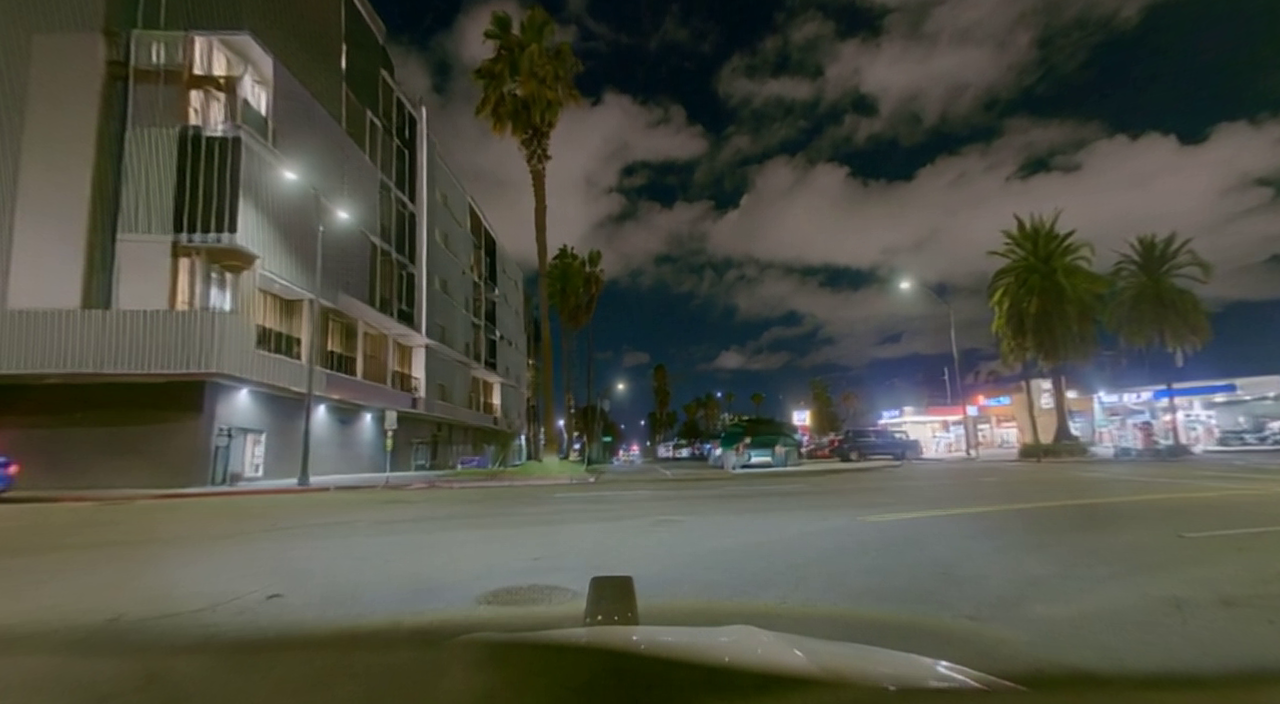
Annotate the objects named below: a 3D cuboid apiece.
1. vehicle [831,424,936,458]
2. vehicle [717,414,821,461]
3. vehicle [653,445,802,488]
[{"bbox_3d":[17.760,6.484,46.148,7.026,2.329,2.545,3,-7,-17],"label":"vehicle"},{"bbox_3d":[7.533,5.021,36.901,5.524,2.504,2.196,4,-8,-14],"label":"vehicle"},{"bbox_3d":[3.015,3.908,21.840,4.782,1.371,1.763,3,-9,-18],"label":"vehicle"}]
